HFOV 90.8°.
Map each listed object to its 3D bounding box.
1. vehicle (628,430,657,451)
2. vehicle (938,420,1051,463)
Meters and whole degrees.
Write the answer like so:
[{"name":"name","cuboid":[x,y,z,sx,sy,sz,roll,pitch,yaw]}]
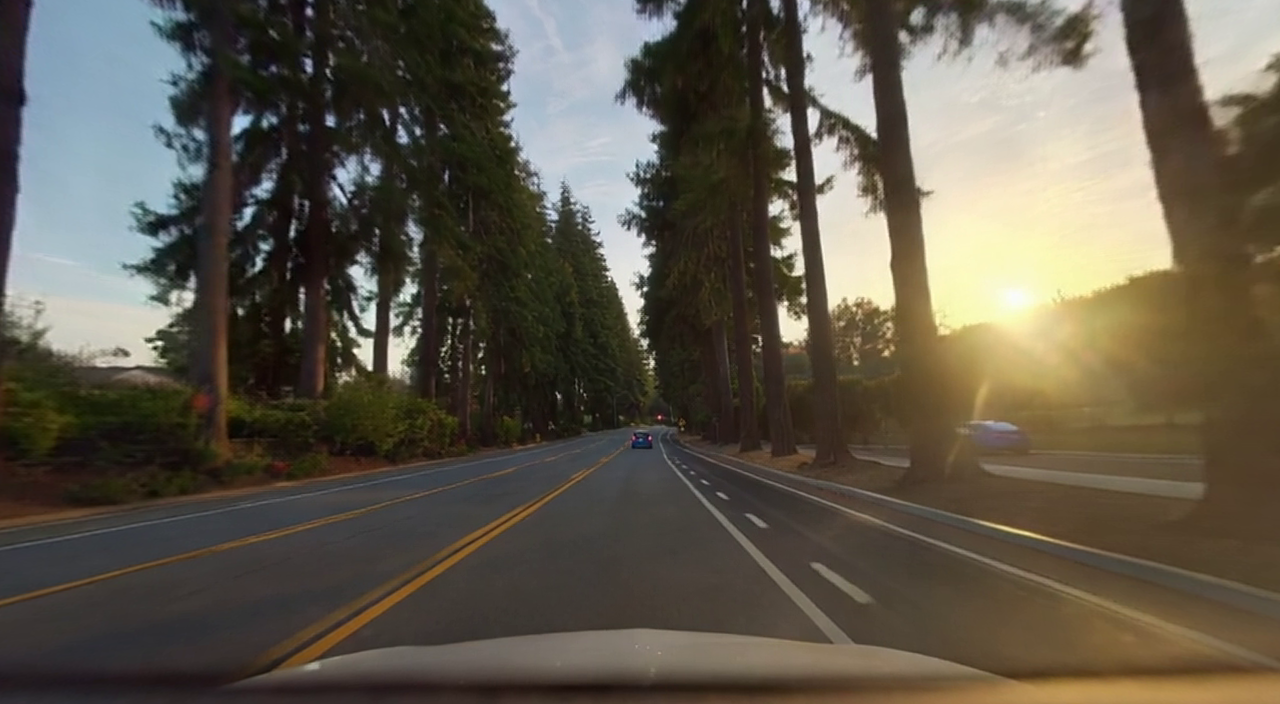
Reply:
[{"name":"vehicle","cuboid":[0.204,6.624,47.138,2.067,1.486,3.861,0,-9,1]},{"name":"vehicle","cuboid":[13.602,3.484,24.620,1.762,1.479,4.546,0,-8,0]}]
